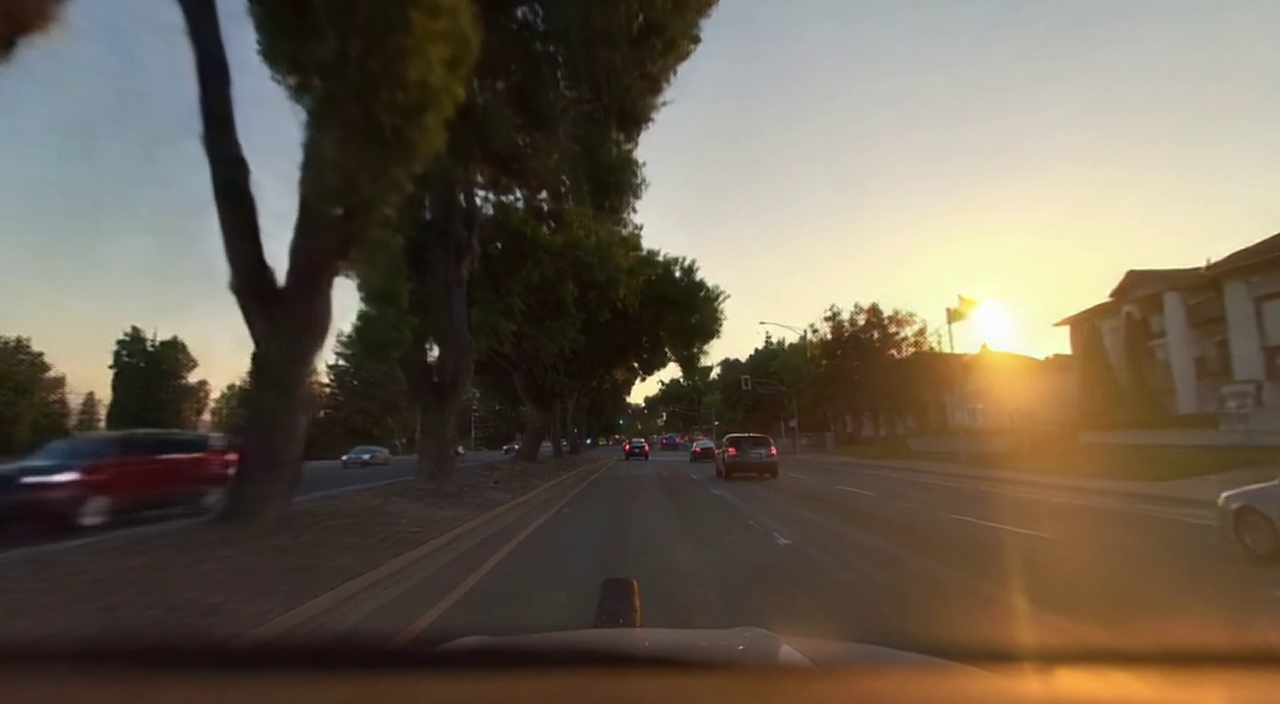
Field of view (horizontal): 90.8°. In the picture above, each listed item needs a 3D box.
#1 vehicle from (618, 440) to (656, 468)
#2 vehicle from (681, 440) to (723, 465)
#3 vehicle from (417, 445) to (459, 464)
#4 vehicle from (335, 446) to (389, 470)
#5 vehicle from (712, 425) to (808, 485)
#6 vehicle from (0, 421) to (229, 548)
[{"bbox_3d":[-0.176,5.738,35.624,1.988,1.418,4.214,0,-9,0],"label":"vehicle"},{"bbox_3d":[3.749,6.175,38.848,2.064,1.474,4.389,0,-9,-1],"label":"vehicle"},{"bbox_3d":[-15.808,8.046,49.641,1.825,1.467,4.364,0,-9,0],"label":"vehicle"},{"bbox_3d":[-19.403,7.416,44.299,1.887,1.552,4.301,1,-8,-1],"label":"vehicle"},{"bbox_3d":[3.928,3.508,21.646,2.209,1.813,4.724,1,-9,-2],"label":"vehicle"},{"bbox_3d":[-9.391,2.129,10.747,2.058,1.716,4.266,1,-9,-4],"label":"vehicle"}]
